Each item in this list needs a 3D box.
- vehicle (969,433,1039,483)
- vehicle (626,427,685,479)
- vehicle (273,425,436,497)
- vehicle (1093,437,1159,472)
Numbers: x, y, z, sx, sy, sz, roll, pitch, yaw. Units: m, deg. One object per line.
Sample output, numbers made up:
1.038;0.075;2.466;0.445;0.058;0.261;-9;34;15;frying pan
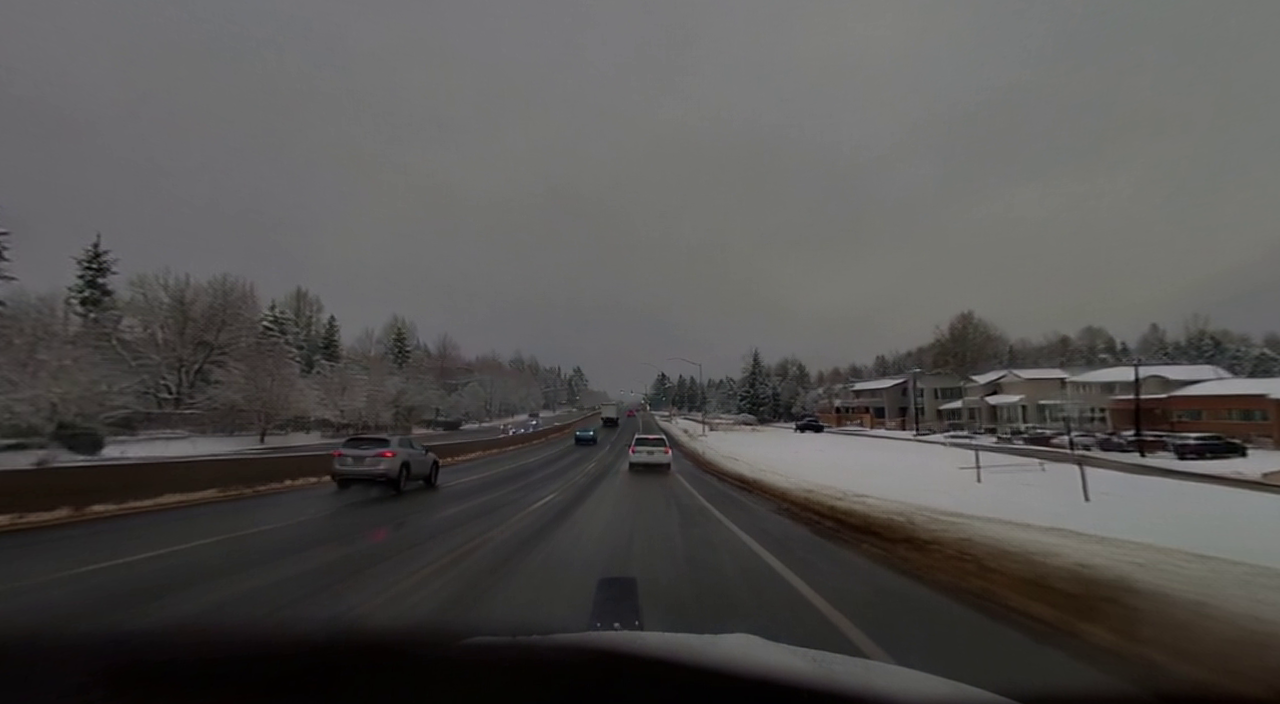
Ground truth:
18.231;5.258;31.833;1.849;1.958;4.453;-1;-3;14;vehicle
0.561;3.987;25.093;2.125;1.830;4.370;0;-9;0;vehicle
-7.463;2.905;17.265;1.997;1.650;5.090;0;-8;1;vehicle
29.393;6.199;38.352;2.059;1.942;4.496;-6;-9;25;vehicle
